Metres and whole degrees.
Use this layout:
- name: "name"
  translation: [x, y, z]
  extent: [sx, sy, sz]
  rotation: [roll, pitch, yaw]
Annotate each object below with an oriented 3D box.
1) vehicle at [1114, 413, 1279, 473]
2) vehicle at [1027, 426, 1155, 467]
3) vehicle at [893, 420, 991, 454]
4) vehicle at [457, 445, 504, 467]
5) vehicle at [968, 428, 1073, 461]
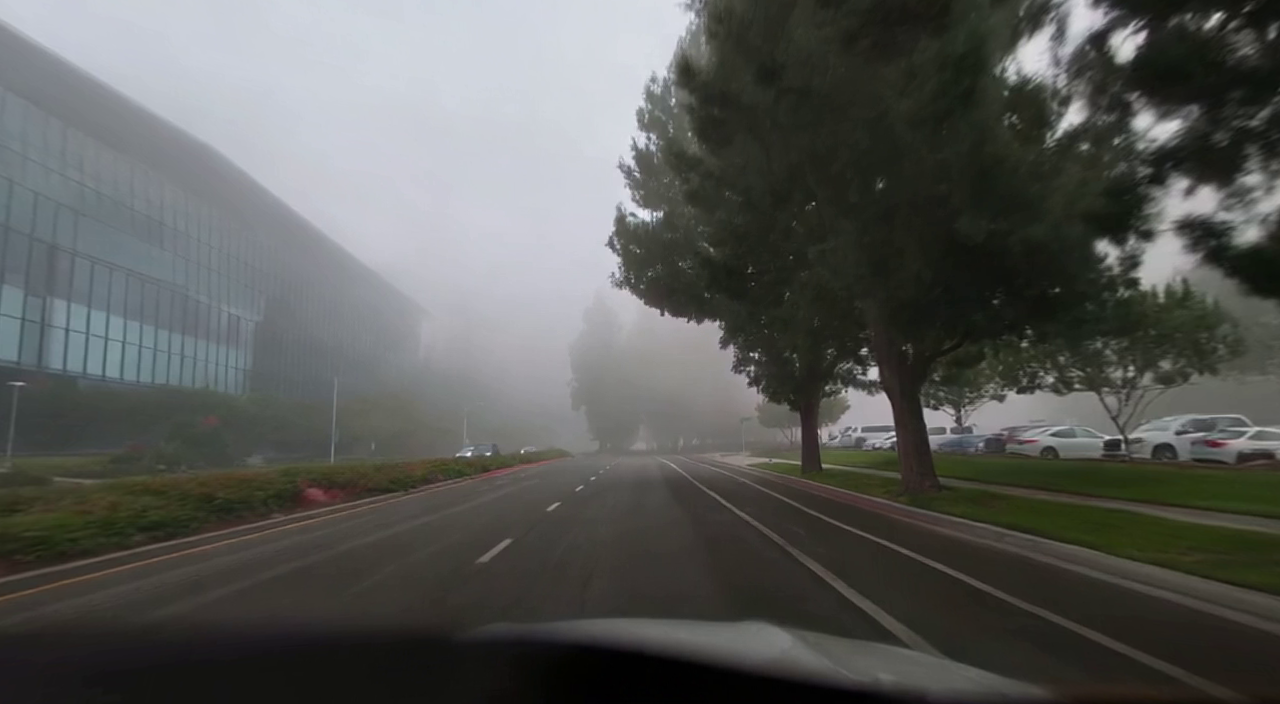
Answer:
- name: "vehicle"
  translation: [15.926, 2.565, 17.994]
  extent: [3.322, 1.389, 1.731]
  rotation: [-4, -5, -2]
- name: "vehicle"
  translation: [16.235, 3.377, 22.822]
  extent: [3.313, 1.368, 1.690]
  rotation: [0, -7, 2]
- name: "vehicle"
  translation: [15.387, 4.336, 32.257]
  extent: [3.935, 1.487, 2.018]
  rotation: [-2, -7, -2]
- name: "vehicle"
  translation: [-11.776, 7.702, 46.844]
  extent: [2.128, 1.514, 4.784]
  rotation: [-1, -8, 2]
- name: "vehicle"
  translation: [16.431, 4.014, 27.315]
  extent: [3.410, 1.368, 1.789]
  rotation: [0, -9, -4]
